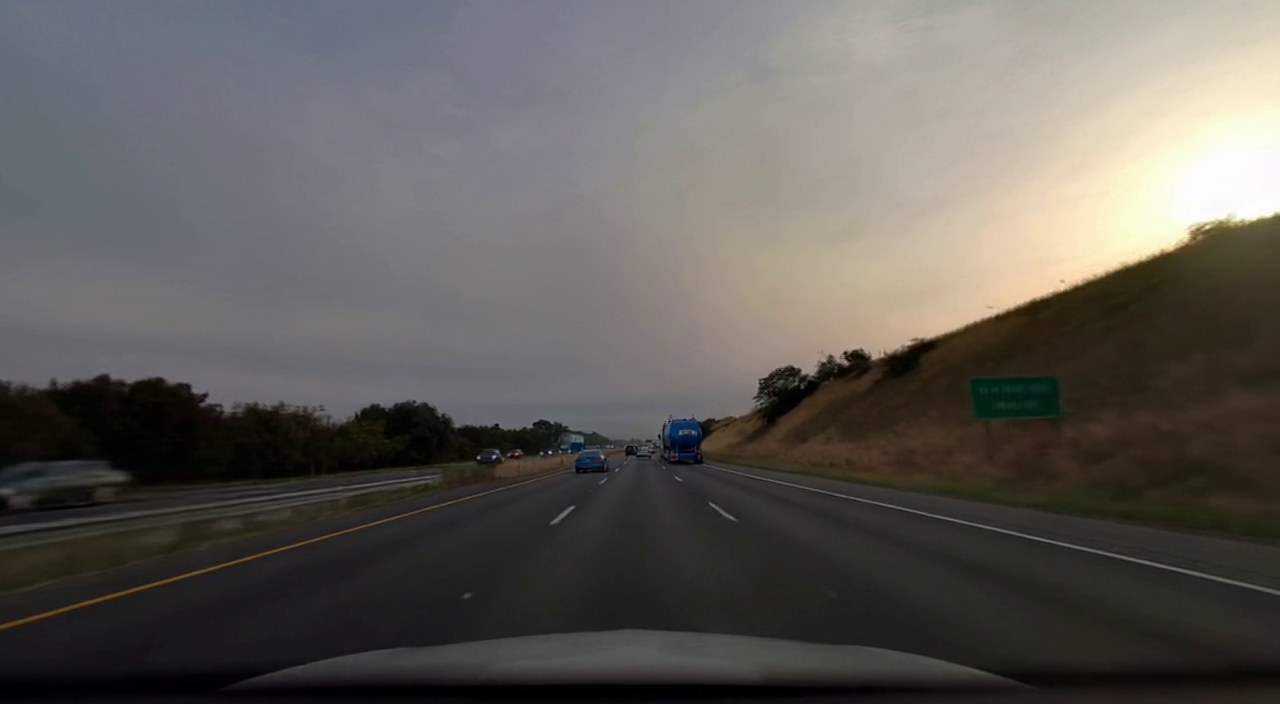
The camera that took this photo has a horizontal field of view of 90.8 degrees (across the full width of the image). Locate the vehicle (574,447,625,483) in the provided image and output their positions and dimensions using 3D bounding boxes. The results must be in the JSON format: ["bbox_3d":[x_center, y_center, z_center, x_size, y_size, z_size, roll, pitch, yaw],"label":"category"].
[{"bbox_3d":[-1.791,5.205,29.348,2.013,1.498,3.908,-1,-9,2],"label":"vehicle"}]

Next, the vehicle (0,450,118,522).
[{"bbox_3d":[-19.145,4.001,19.113,2.215,2.016,5.106,-1,-9,0],"label":"vehicle"}]
